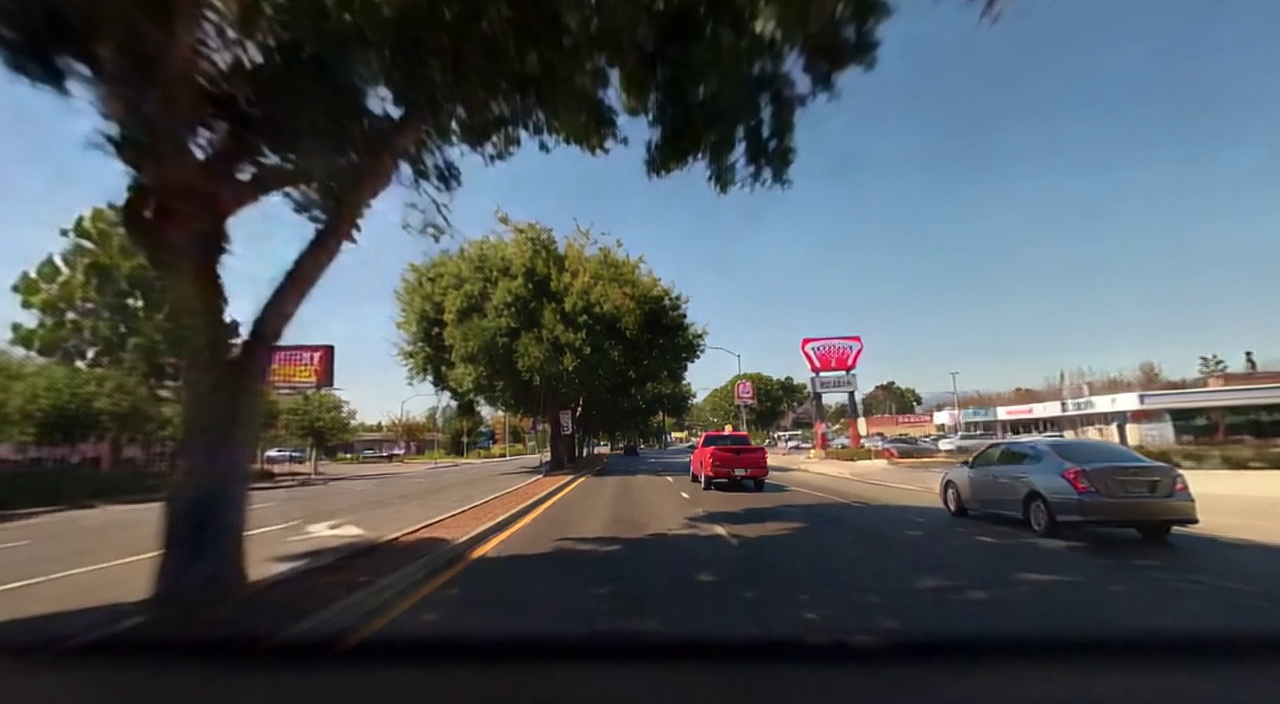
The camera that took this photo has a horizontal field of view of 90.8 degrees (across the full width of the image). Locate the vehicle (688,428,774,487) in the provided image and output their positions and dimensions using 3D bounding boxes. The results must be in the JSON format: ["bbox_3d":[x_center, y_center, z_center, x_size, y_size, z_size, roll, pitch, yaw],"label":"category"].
[{"bbox_3d":[2.958,3.584,21.764,2.214,1.749,4.998,0,-8,0],"label":"vehicle"}]

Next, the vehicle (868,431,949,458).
[{"bbox_3d":[17.525,6.064,41.434,4.345,1.707,2.046,0,-8,-3],"label":"vehicle"}]

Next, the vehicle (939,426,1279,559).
[{"bbox_3d":[6.508,1.913,9.344,1.986,1.480,4.296,0,-8,-1],"label":"vehicle"}]
